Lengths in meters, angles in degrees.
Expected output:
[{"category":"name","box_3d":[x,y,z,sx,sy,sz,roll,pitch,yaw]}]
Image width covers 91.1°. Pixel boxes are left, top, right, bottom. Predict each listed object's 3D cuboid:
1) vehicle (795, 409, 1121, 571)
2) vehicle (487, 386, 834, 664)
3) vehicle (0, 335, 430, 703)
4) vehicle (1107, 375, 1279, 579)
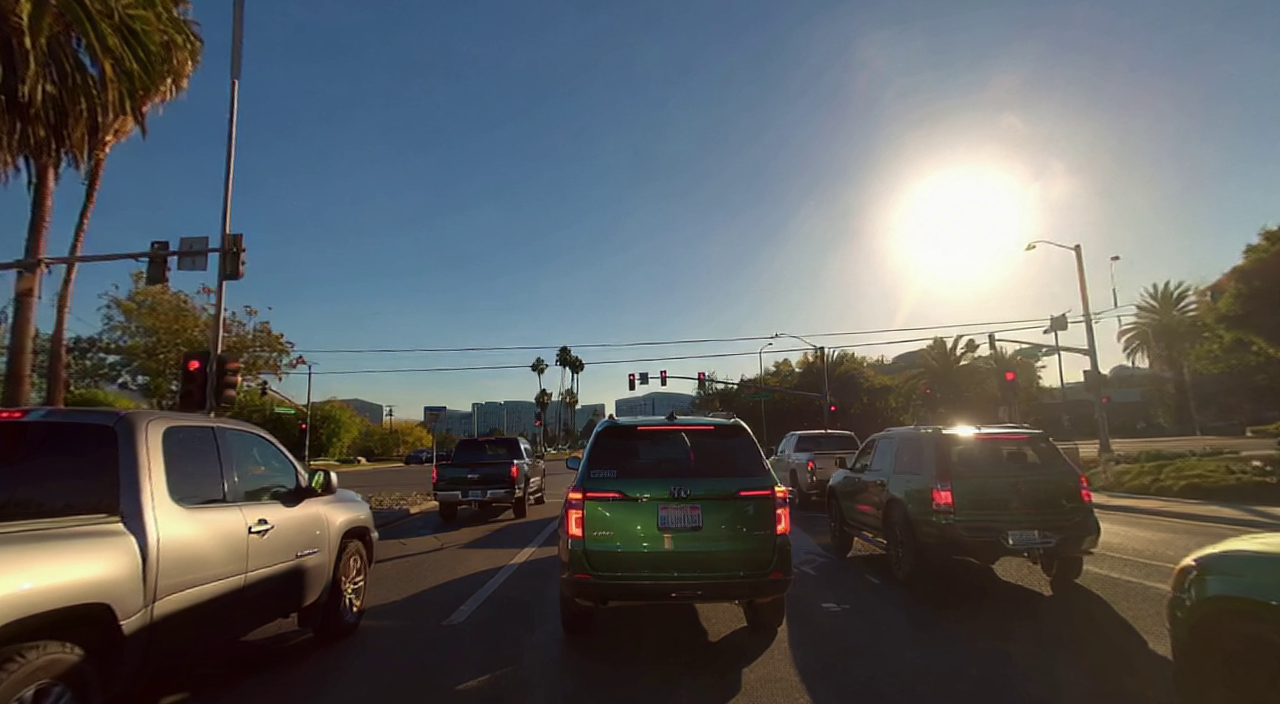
[{"category":"vehicle","box_3d":[4.011,1.848,9.290,2.072,1.704,5.170,0,-9,-1]},{"category":"vehicle","box_3d":[0.154,1.371,6.013,2.123,1.704,4.128,0,-9,1]},{"category":"vehicle","box_3d":[-3.156,1.085,3.891,2.171,1.702,4.416,0,-9,0]},{"category":"vehicle","box_3d":[7.273,1.082,5.259,2.337,1.925,5.728,0,-9,1]}]
